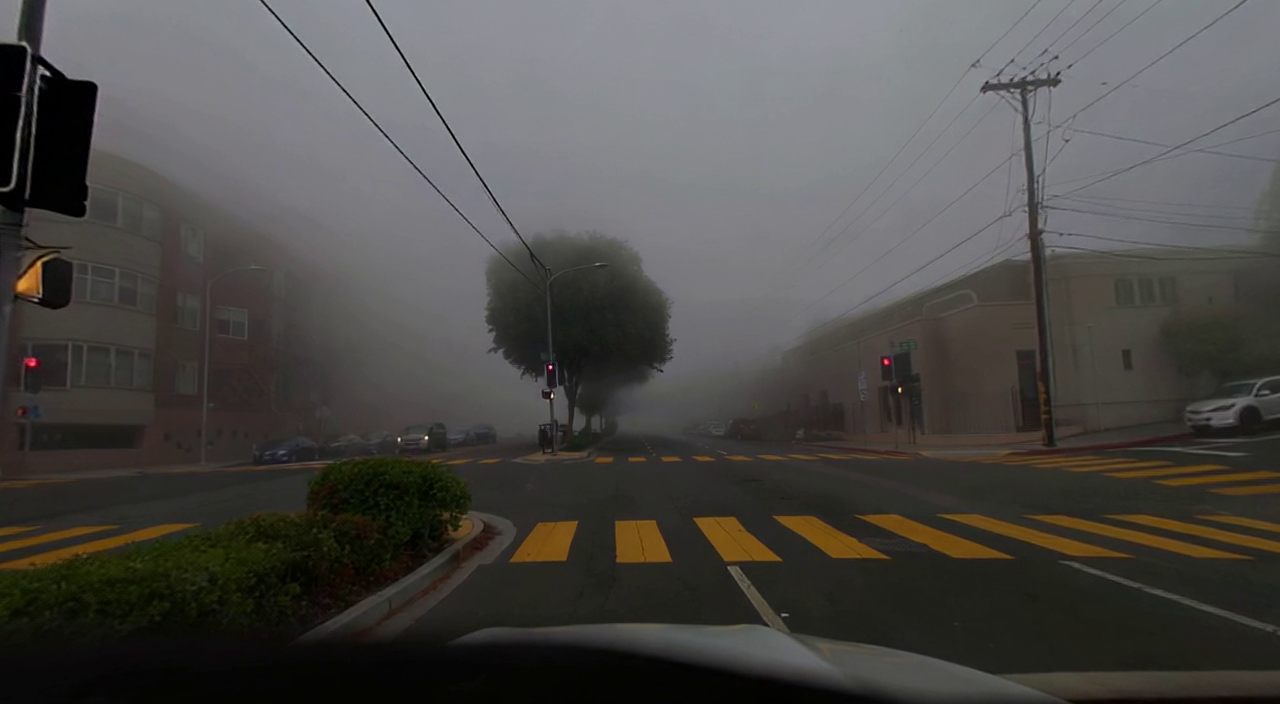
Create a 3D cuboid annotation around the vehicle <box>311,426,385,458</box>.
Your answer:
[{"bbox_3d":[-18.259,5.677,39.846,2.225,1.871,5.189,0,-8,0],"label":"vehicle"}]

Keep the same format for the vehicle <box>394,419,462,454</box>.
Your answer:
[{"bbox_3d":[-11.793,4.770,35.515,2.118,1.809,4.591,0,-8,1],"label":"vehicle"}]

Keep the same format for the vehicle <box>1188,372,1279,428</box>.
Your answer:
[{"bbox_3d":[22.363,1.618,22.231,4.531,1.753,1.964,-2,-2,-5],"label":"vehicle"}]

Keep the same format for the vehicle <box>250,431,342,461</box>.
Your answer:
[{"bbox_3d":[-18.058,4.973,33.515,1.939,1.430,5.533,0,-8,-2],"label":"vehicle"}]
